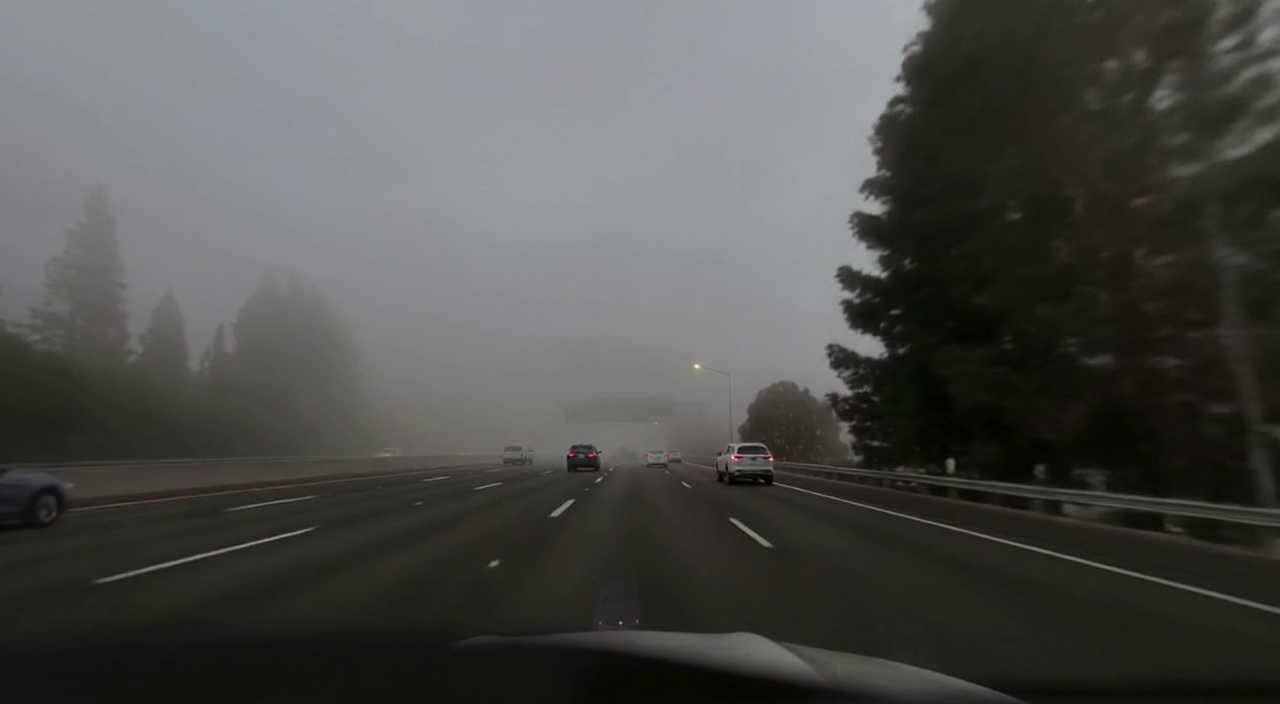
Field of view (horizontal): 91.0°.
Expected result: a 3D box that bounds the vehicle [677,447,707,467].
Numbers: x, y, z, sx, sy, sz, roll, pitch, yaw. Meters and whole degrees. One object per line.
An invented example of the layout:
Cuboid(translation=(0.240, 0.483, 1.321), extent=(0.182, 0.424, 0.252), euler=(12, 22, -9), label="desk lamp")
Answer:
Cuboid(translation=(4.004, 8.135, 48.933), extent=(1.929, 1.485, 4.482), euler=(0, -9, 0), label="vehicle")

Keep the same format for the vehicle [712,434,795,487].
Cuboid(translation=(4.152, 4.090, 23.968), extent=(2.218, 1.776, 4.807), euler=(0, -9, 0), label="vehicle")

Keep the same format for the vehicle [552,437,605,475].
Cuboid(translation=(-3.337, 5.828, 35.462), extent=(2.449, 1.929, 5.503), euler=(0, -9, 0), label="vehicle")

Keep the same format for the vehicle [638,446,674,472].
Cuboid(translation=(0.985, 6.711, 39.761), extent=(2.126, 1.529, 4.438), euler=(0, -9, 1), label="vehicle")
